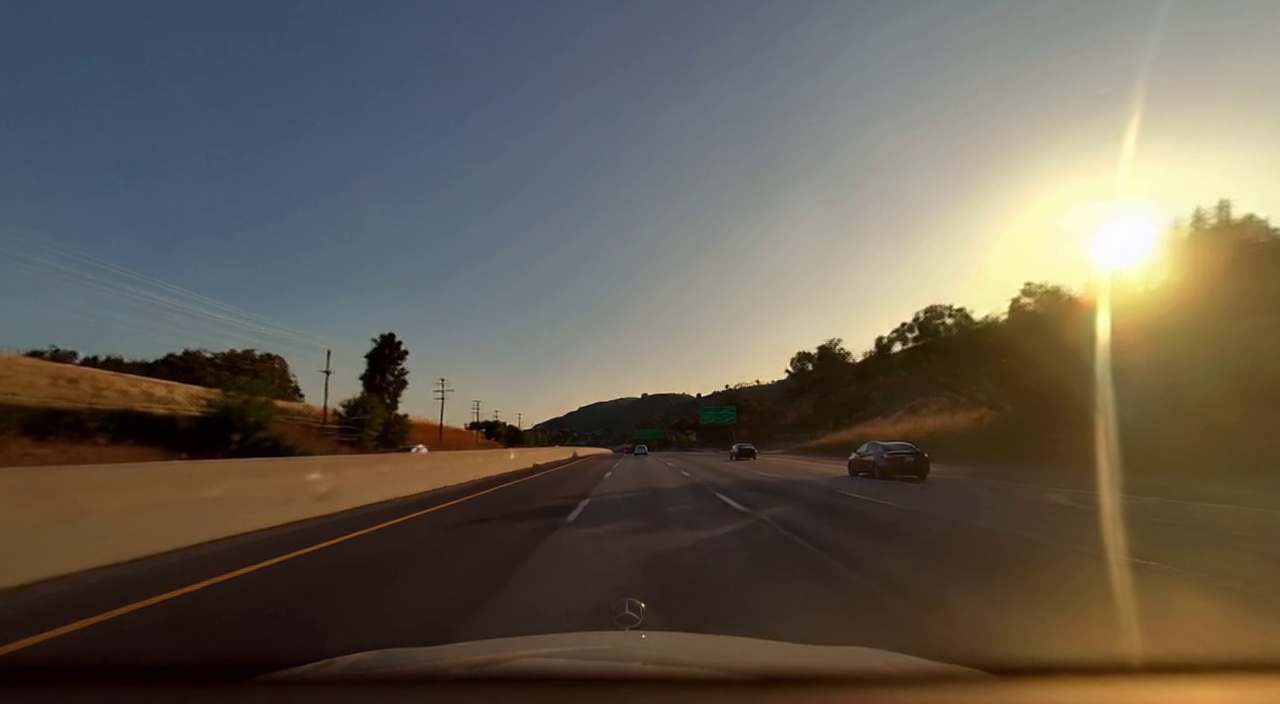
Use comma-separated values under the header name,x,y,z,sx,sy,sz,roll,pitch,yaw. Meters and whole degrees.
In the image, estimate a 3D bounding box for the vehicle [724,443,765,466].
name,x,y,z,sx,sy,sz,roll,pitch,yaw
vehicle,7.328,7.234,44.519,2.053,1.553,4.463,0,-9,-1

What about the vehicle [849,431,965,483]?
name,x,y,z,sx,sy,sz,roll,pitch,yaw
vehicle,10.959,4.380,26.473,2.387,1.936,5.646,0,-9,0
